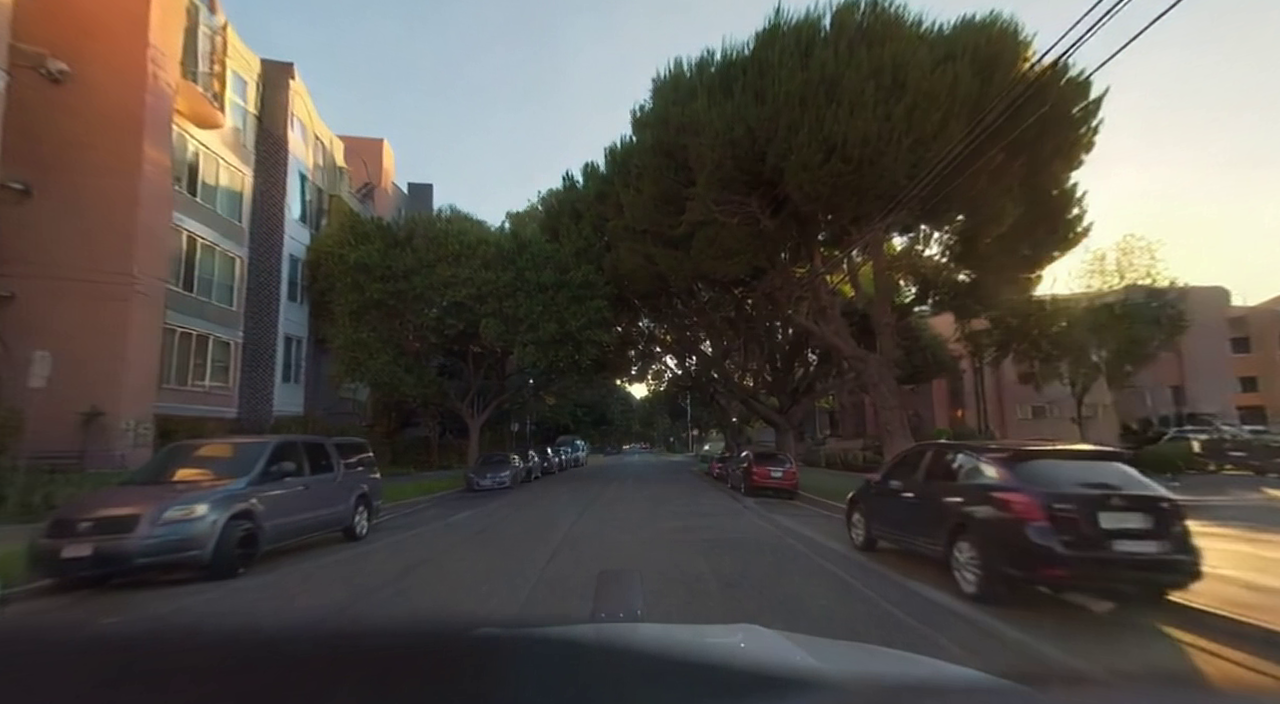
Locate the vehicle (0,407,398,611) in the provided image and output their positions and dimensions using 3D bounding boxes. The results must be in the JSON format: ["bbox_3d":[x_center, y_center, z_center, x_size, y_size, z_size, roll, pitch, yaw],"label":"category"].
[{"bbox_3d":[-5.320,1.846,8.492,2.213,1.825,4.986,-2,-8,0],"label":"vehicle"}]

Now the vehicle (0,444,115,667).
[{"bbox_3d":[-5.280,1.137,2.641,2.026,1.461,4.837,-1,-8,0],"label":"vehicle"}]

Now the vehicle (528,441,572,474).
[{"bbox_3d":[-5.416,6.387,38.602,2.069,1.881,4.697,0,-8,-1],"label":"vehicle"}]

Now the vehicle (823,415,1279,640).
[{"bbox_3d":[3.825,1.655,7.120,1.992,1.643,4.735,0,-8,-1],"label":"vehicle"}]

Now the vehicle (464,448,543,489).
[{"bbox_3d":[-5.302,4.572,25.220,2.080,1.458,4.511,0,-8,1],"label":"vehicle"}]

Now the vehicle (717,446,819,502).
[{"bbox_3d":[3.657,3.567,19.012,1.881,1.460,4.737,0,-8,-3],"label":"vehicle"}]
